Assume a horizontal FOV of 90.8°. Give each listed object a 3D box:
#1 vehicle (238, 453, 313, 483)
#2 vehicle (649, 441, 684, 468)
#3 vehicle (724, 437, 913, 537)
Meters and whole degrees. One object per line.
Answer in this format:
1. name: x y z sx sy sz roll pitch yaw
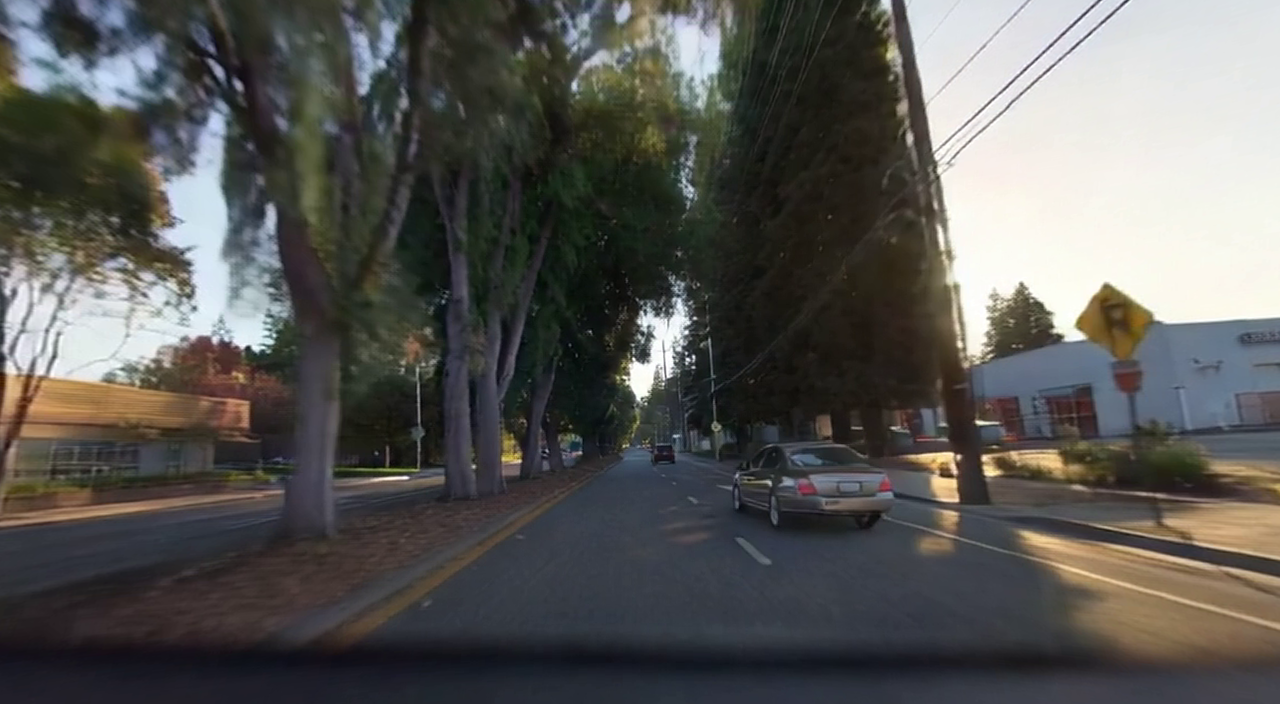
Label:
1. vehicle: -24.576 7.787 42.863 2.082 1.829 5.094 0 -8 0
2. vehicle: 1.872 7.399 45.772 2.115 1.840 4.777 0 -8 -3
3. vehicle: 2.980 2.348 11.703 2.061 1.475 4.296 0 -8 -3
